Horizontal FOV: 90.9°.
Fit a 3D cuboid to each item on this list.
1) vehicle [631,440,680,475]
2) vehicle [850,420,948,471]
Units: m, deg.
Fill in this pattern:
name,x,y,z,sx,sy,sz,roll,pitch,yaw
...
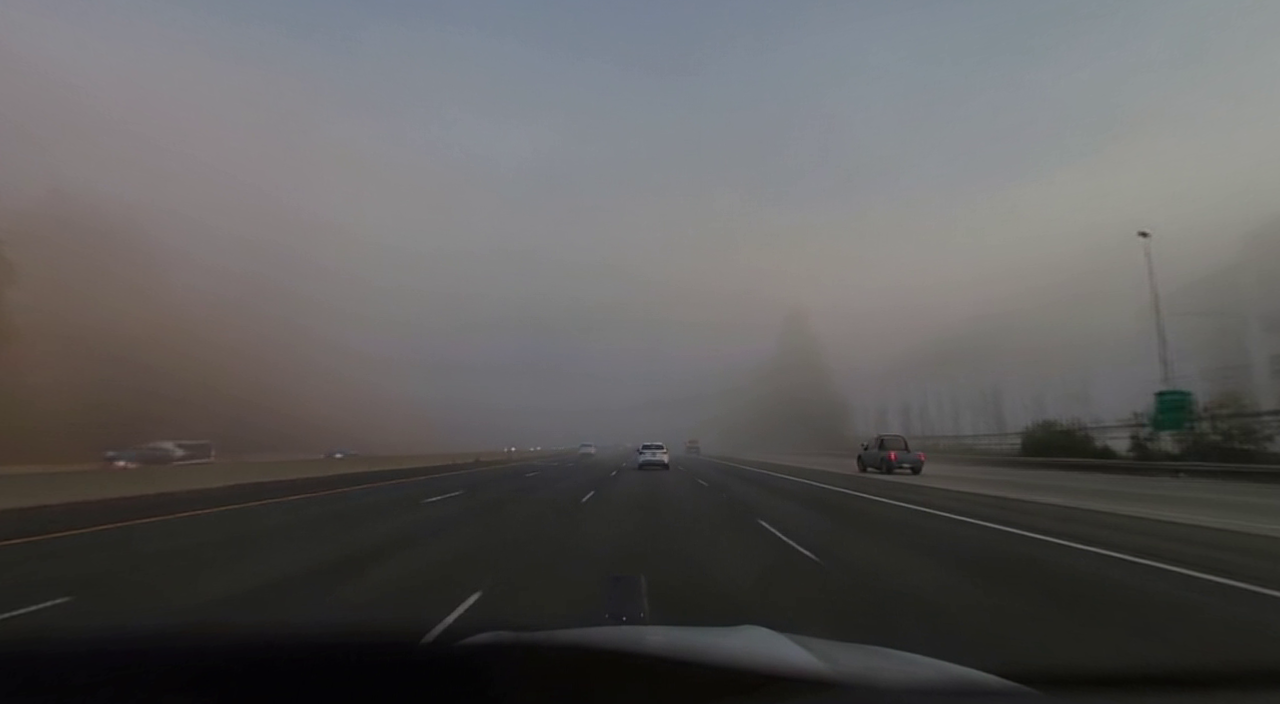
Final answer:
name,x,y,z,sx,sy,sz,roll,pitch,yaw
vehicle,0.683,4.835,29.120,2.112,1.482,4.082,0,-8,0
vehicle,13.275,4.856,32.886,2.336,2.415,6.056,0,-8,-2
